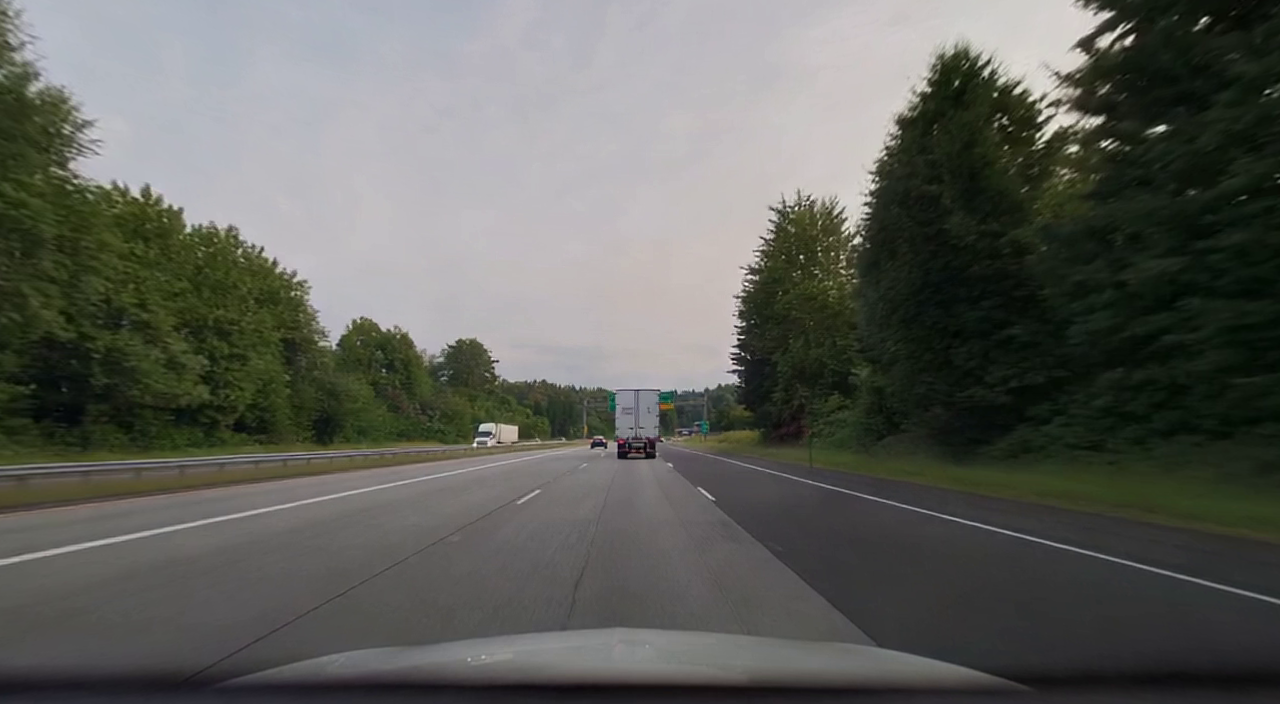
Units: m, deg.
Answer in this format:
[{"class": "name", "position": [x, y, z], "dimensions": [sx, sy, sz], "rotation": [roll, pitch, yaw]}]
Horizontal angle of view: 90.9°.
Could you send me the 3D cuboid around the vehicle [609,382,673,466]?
[{"class": "vehicle", "position": [-0.025, 3.808, 32.466], "dimensions": [2.855, 3.741, 8.587], "rotation": [0, -8, -1]}]
